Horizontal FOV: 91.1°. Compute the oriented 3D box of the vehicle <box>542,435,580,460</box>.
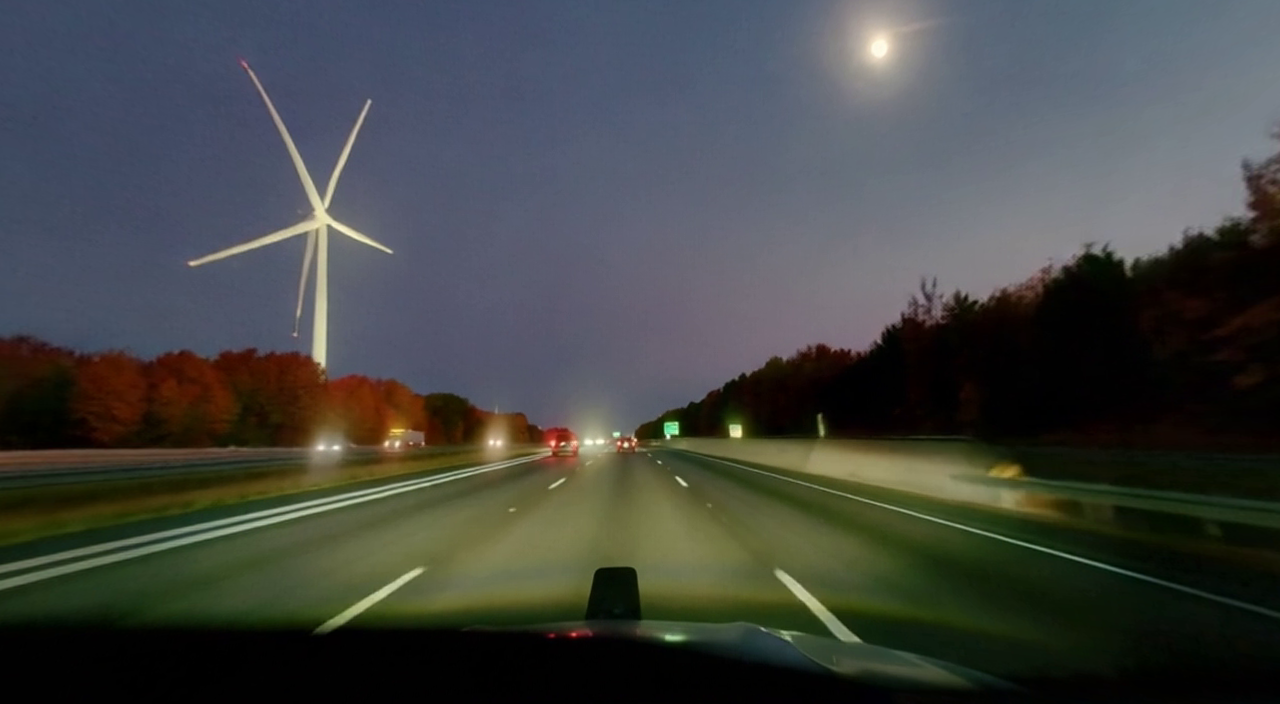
[{"bbox_3d":[-5.273,6.425,42.509,2.062,1.622,4.153,0,-8,-1],"label":"vehicle"}]

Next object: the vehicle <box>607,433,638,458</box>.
[{"bbox_3d":[-1.292,7.145,48.138,2.213,1.774,4.563,0,-8,-1],"label":"vehicle"}]
